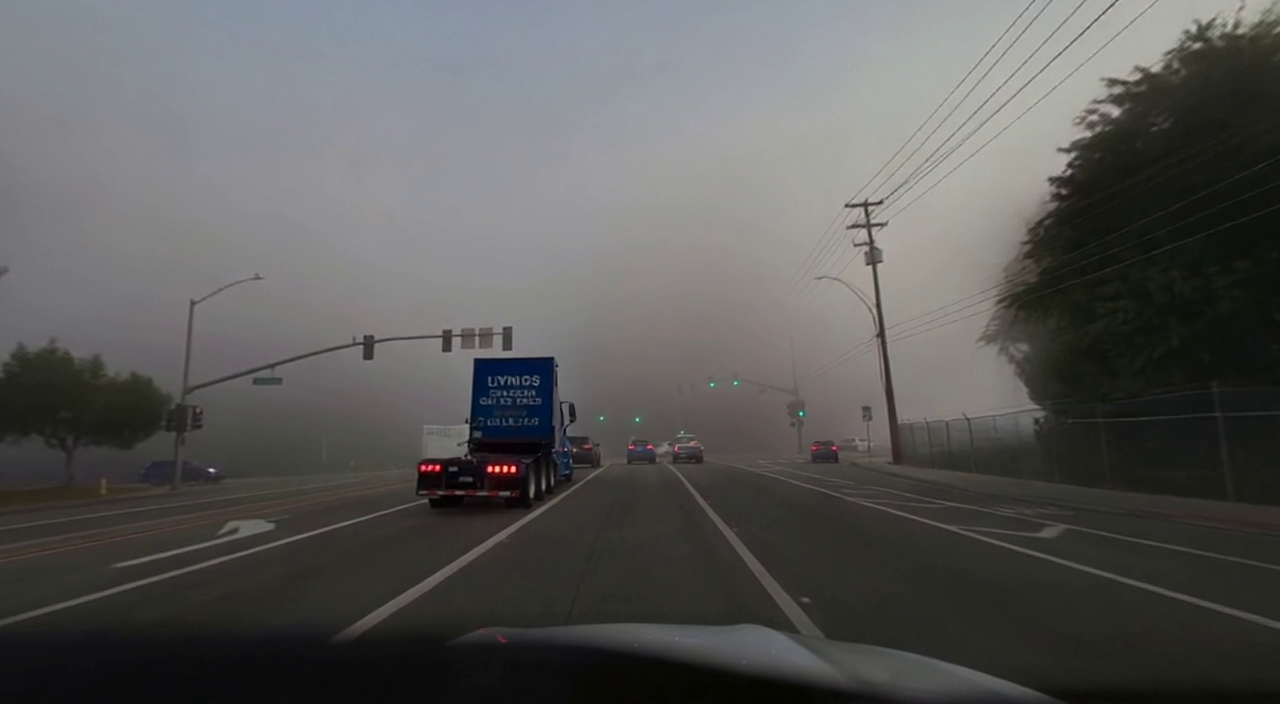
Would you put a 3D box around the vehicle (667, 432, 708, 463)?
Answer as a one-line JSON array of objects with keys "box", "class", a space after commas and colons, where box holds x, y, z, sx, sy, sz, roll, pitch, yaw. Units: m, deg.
[{"box": [2.966, 6.081, 40.259, 2.086, 1.849, 4.607, 0, -8, -2], "class": "vehicle"}]

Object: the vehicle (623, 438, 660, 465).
[{"box": [0.054, 6.102, 38.858, 2.117, 1.499, 4.036, 0, -8, -1], "class": "vehicle"}]

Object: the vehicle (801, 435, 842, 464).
[{"box": [11.389, 6.076, 39.485, 2.102, 1.662, 4.533, -3, -9, 19], "class": "vehicle"}]

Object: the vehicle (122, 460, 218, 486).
[{"box": [-32.057, 8.231, 43.216, 4.718, 1.630, 2.087, 2, -9, -13], "class": "vehicle"}]

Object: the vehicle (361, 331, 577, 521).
[{"box": [-3.410, 1.883, 15.325, 2.889, 3.347, 8.285, 0, -8, 0], "class": "vehicle"}]

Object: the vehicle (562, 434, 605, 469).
[{"box": [-3.116, 5.613, 35.835, 1.994, 1.806, 4.564, 0, -8, 1], "class": "vehicle"}]
